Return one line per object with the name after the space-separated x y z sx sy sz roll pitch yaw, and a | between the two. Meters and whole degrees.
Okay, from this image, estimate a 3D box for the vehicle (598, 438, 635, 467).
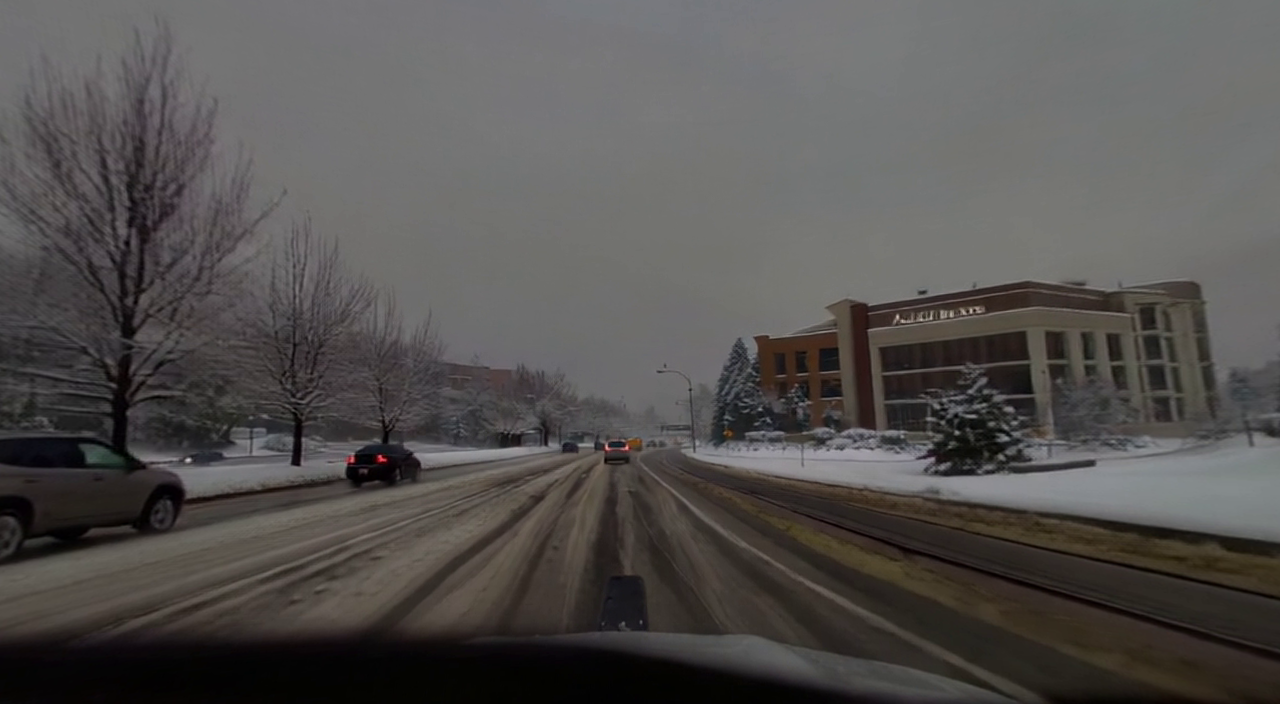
-1.568 6.772 42.588 2.345 1.803 4.261 0 -8 -2 | vehicle

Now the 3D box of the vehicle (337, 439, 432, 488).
-10.090 4.423 25.398 2.097 1.782 4.682 0 -8 -3 | vehicle

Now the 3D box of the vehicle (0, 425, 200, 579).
-8.384 1.845 8.123 2.181 1.728 4.515 0 -8 -1 | vehicle
